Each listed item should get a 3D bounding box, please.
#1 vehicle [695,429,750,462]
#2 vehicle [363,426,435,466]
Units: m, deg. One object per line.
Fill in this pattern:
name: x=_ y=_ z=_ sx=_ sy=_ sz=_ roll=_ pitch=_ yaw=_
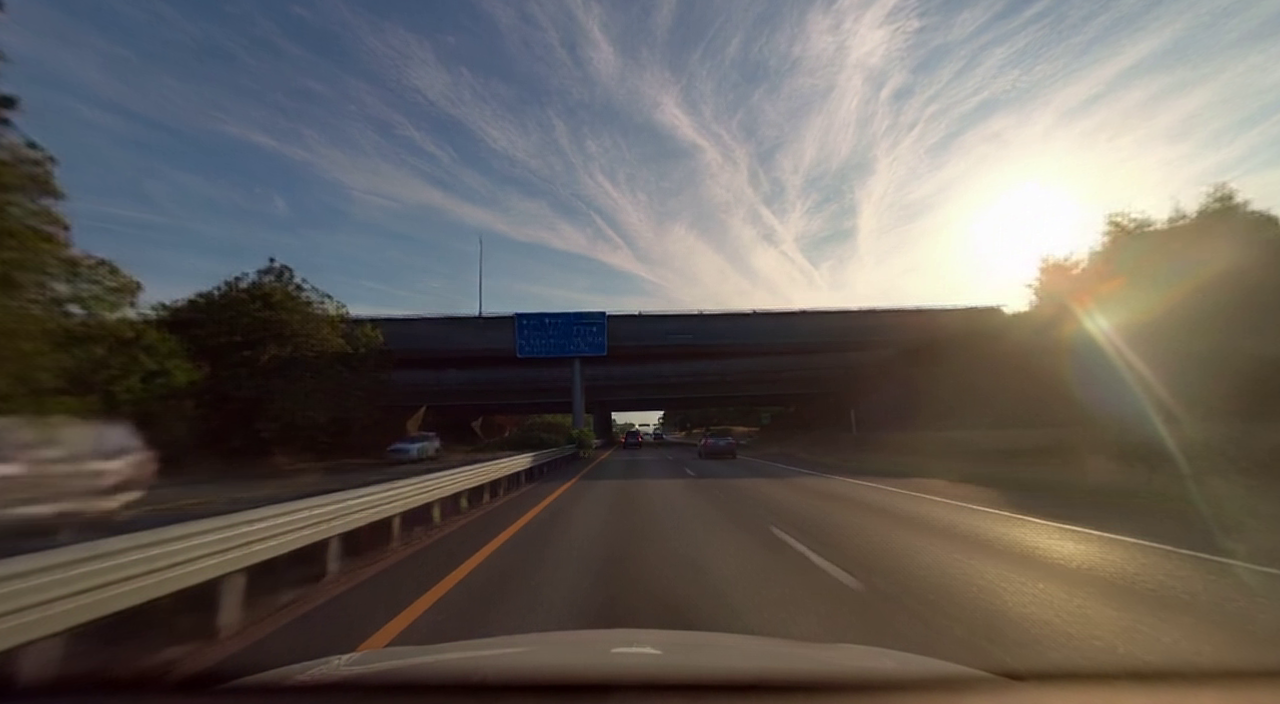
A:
vehicle: x=4.023 y=4.632 z=31.436 sx=2.010 sy=1.526 sz=4.438 roll=0 pitch=-8 yaw=-2
vehicle: x=-13.466 y=5.292 z=35.577 sx=2.209 sy=2.081 sz=4.772 roll=0 pitch=-8 yaw=-1
